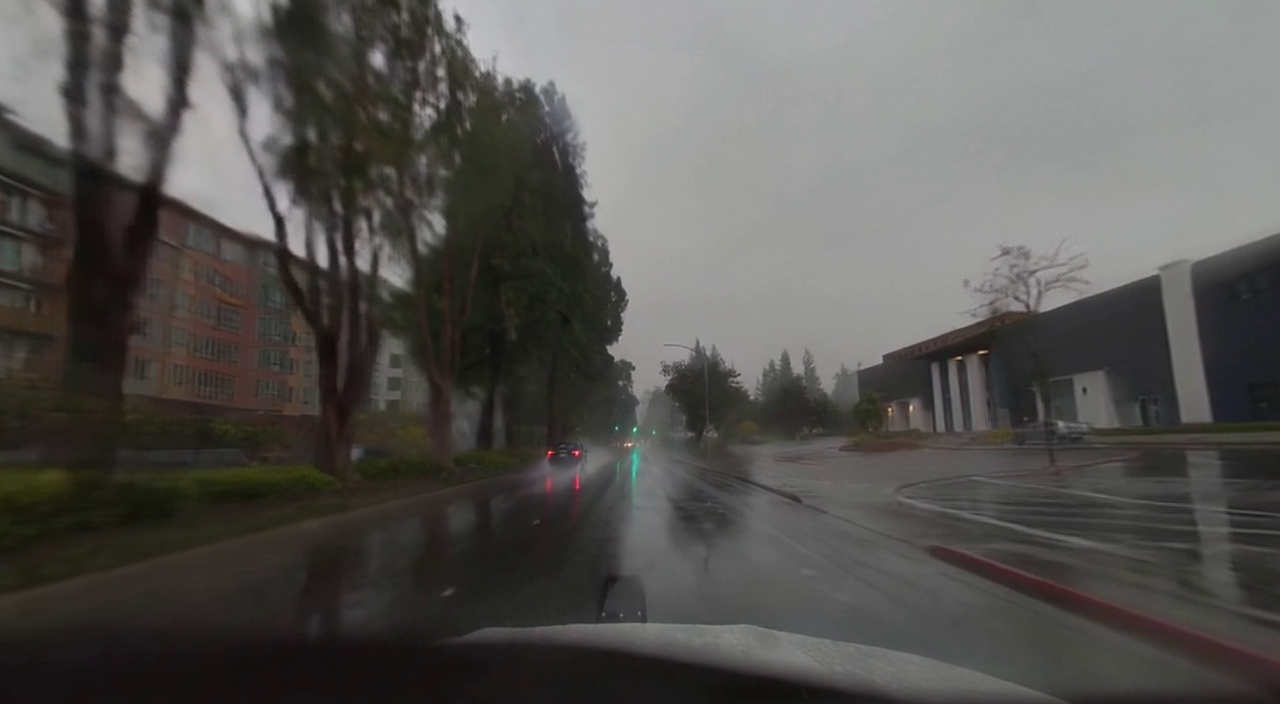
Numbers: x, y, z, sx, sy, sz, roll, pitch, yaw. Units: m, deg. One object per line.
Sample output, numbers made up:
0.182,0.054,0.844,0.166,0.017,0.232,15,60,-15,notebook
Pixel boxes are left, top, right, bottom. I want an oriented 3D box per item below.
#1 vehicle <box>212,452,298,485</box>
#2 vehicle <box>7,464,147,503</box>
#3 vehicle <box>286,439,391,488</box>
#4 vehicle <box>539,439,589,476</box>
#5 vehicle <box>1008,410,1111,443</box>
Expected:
-23.163,7.008,38.265,2.059,1.783,4.824,-1,-8,1,vehicle
-26.304,6.116,29.685,1.812,1.507,4.428,-5,-10,30,vehicle
-12.226,4.527,26.050,2.071,1.817,4.634,0,-8,-1,vehicle
-3.803,5.359,32.253,1.959,1.741,4.141,-1,-8,1,vehicle
25.098,4.566,38.148,2.195,1.814,5.872,-1,-8,0,vehicle
